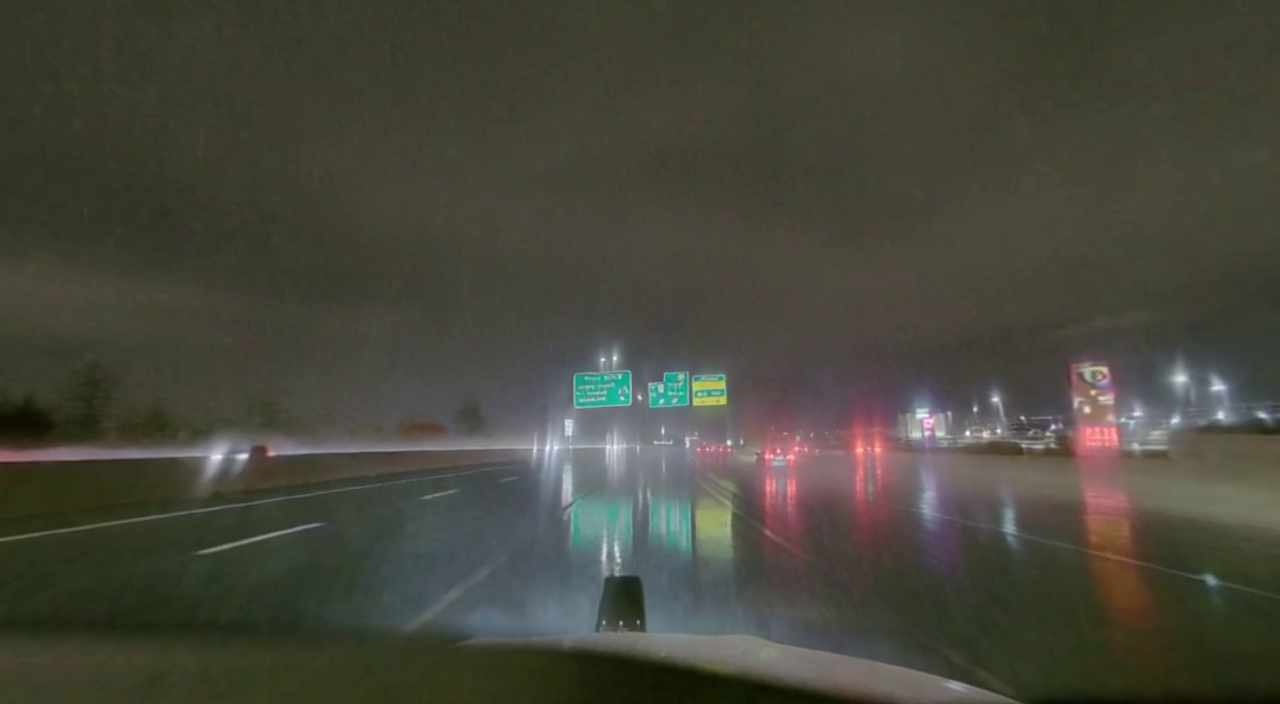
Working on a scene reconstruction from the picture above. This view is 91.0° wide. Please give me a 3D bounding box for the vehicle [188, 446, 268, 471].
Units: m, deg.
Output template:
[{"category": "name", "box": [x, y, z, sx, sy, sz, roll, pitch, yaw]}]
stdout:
[{"category": "vehicle", "box": [-25.742, 6.665, 39.579, 1.879, 1.508, 4.482, 0, -9, 2]}]
